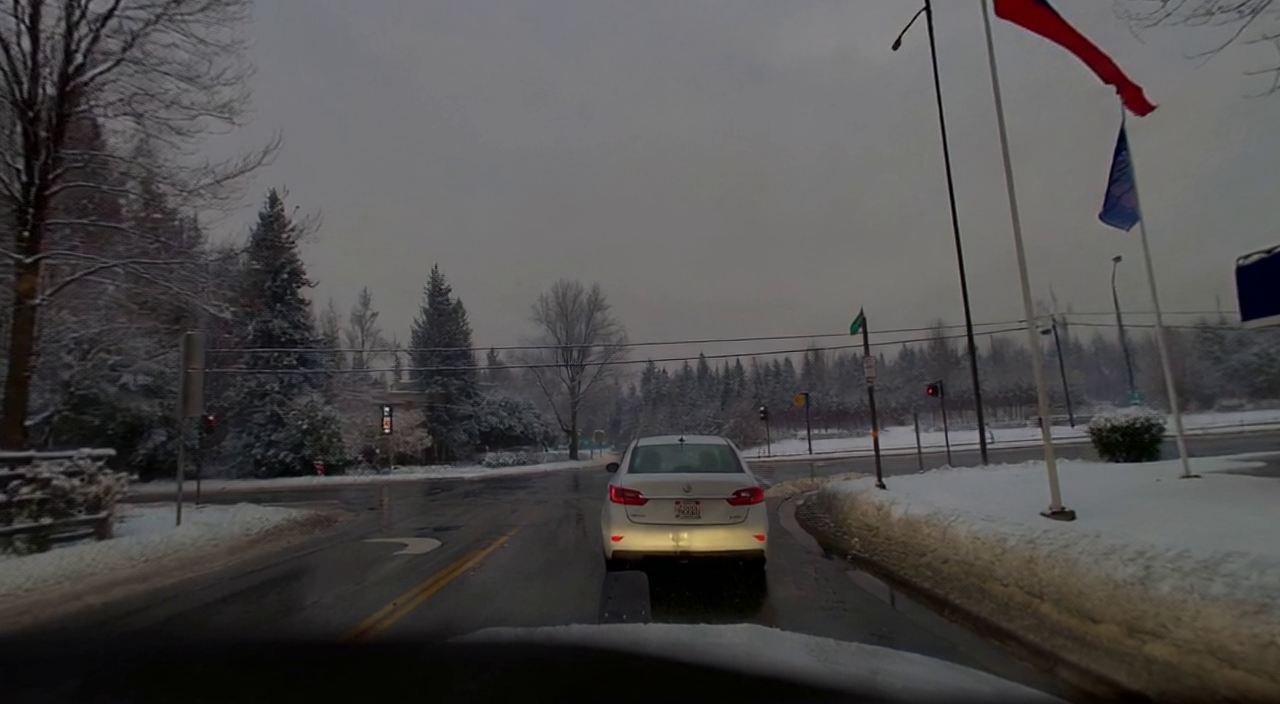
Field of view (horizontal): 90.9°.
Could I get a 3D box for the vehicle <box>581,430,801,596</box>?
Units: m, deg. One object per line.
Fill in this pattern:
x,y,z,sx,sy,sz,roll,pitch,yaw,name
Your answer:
0.380,1.734,7.571,1.985,1.463,3.647,0,-9,-3,vehicle

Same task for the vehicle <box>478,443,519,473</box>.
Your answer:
-9.991,7.485,44.724,2.212,1.948,4.537,0,-9,-5,vehicle
